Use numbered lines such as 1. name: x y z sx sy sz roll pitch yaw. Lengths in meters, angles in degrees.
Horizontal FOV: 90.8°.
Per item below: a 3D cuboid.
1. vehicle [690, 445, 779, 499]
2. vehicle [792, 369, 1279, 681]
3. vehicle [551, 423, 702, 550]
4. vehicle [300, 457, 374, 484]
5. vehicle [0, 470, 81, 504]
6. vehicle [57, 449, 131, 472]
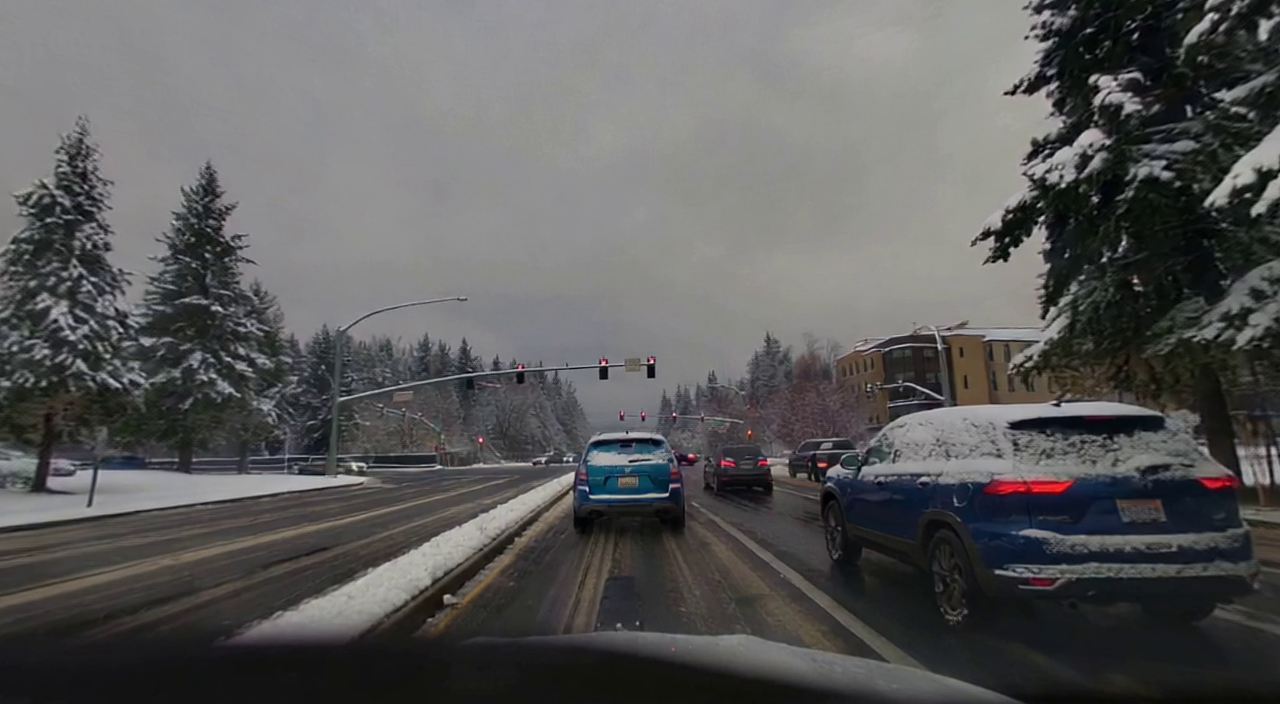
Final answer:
1. vehicle: 2.804 3.647 19.705 1.900 1.459 4.260 0 -9 -3
2. vehicle: 3.148 1.321 5.937 2.228 1.798 4.370 0 -9 -1
3. vehicle: -0.235 2.128 10.661 2.039 1.698 4.144 0 -9 -2
4. vehicle: -23.433 9.119 48.915 4.905 1.949 2.354 -3 -9 21
5. vehicle: -29.297 6.352 29.884 3.771 1.464 1.670 2 -9 -11
6. vehicle: -40.176 7.948 46.632 1.742 1.526 4.004 -1 -7 4
